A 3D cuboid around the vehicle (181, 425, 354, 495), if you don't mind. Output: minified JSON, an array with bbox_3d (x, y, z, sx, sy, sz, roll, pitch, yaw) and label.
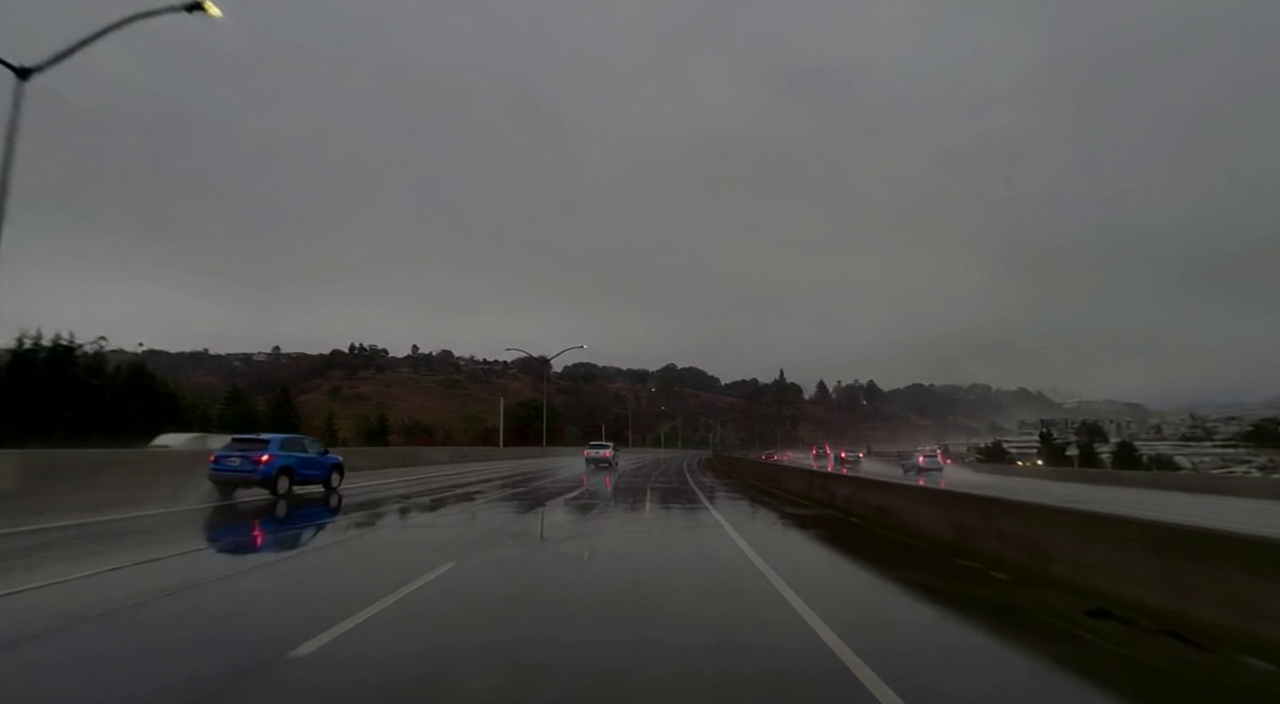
[{"bbox_3d":[-10.464,3.068,18.262,2.039,1.746,4.528,-1,-8,3],"label":"vehicle"}]

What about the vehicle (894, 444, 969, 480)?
[{"bbox_3d":[13.804,5.190,30.173,1.786,1.559,4.496,-1,-8,5],"label":"vehicle"}]

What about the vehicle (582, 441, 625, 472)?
[{"bbox_3d":[-2.115,6.238,37.884,2.028,1.782,4.150,-1,-8,4],"label":"vehicle"}]
